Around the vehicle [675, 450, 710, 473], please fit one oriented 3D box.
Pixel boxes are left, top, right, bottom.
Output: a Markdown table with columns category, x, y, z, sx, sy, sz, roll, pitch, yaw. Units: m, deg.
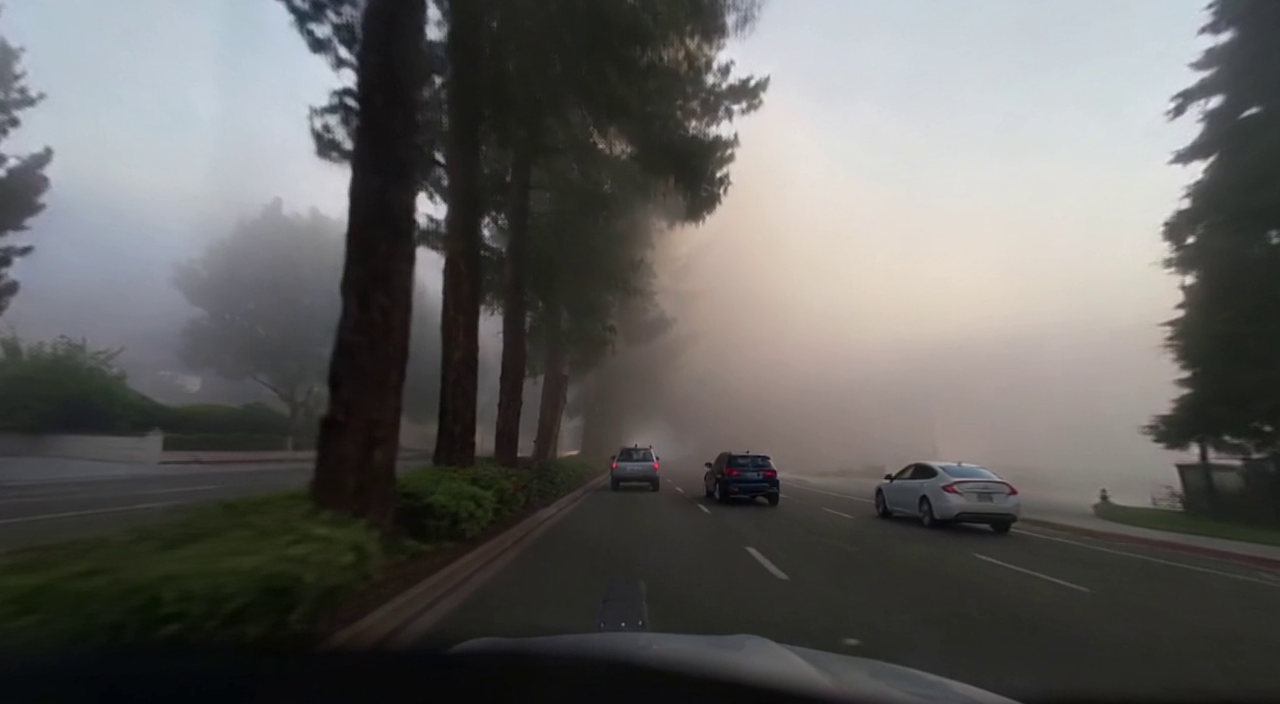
| category | x | y | z | sx | sy | sz | roll | pitch | yaw |
| --- | --- | --- | --- | --- | --- | --- | --- | --- | --- |
| vehicle | 3.568 | 7.517 | 43.252 | 2.012 | 1.462 | 4.163 | 0 | -8 | -1 |

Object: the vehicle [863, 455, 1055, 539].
| category | x | y | z | sx | sy | sz | roll | pitch | yaw |
| --- | --- | --- | --- | --- | --- | --- | --- | --- | --- |
| vehicle | 6.711 | 3.055 | 13.849 | 1.944 | 1.458 | 4.268 | 0 | -8 | -1 |

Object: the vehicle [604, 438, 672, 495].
| category | x | y | z | sx | sy | sz | roll | pitch | yaw |
| --- | --- | --- | --- | --- | --- | --- | --- | --- | --- |
| vehicle | -0.062 | 3.733 | 20.832 | 2.008 | 1.674 | 4.239 | 0 | -8 | 0 |

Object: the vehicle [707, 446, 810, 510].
| category | x | y | z | sx | sy | sz | roll | pitch | yaw |
| --- | --- | --- | --- | --- | --- | --- | --- | --- | --- |
| vehicle | 3.070 | 3.347 | 17.175 | 1.932 | 1.510 | 4.168 | 0 | -8 | -1 |
